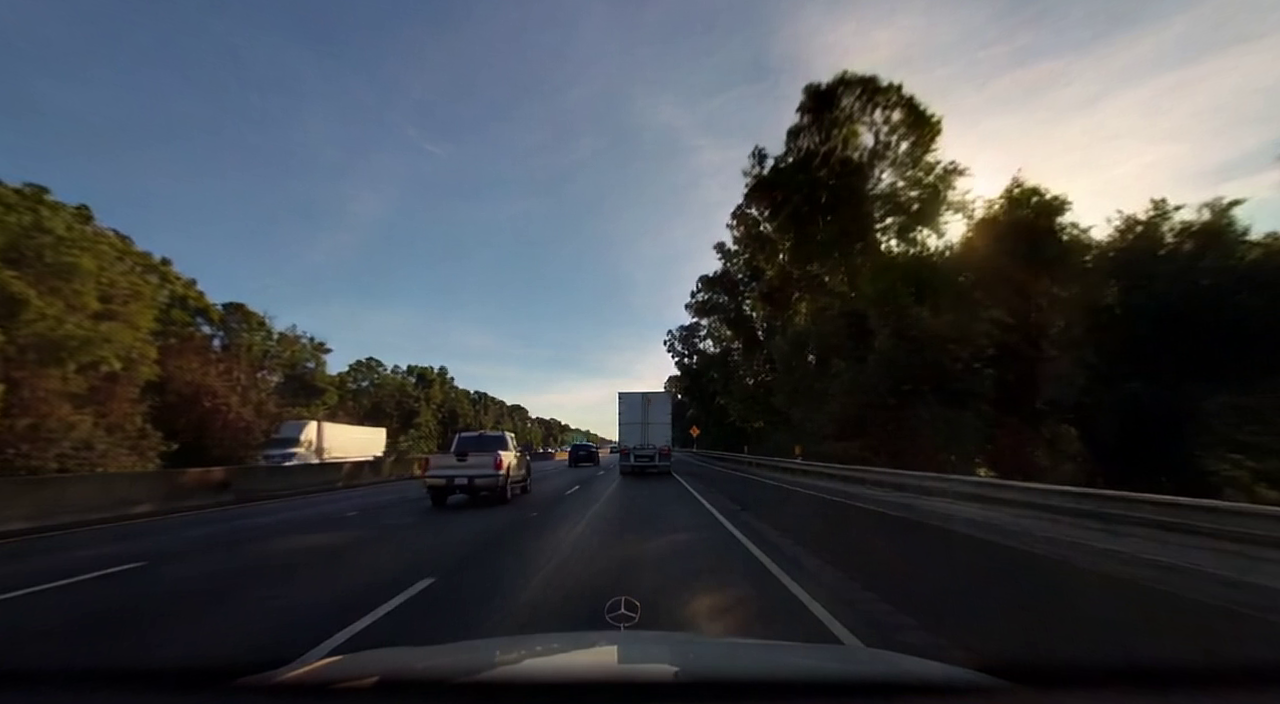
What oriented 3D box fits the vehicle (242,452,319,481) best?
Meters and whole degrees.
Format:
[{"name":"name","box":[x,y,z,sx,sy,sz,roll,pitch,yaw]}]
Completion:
[{"name":"vehicle","box":[-20.930,6.658,36.877,1.853,1.523,4.358,0,-9,1]}]

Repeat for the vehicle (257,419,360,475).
[{"name":"vehicle","box":[-25.357,7.364,48.835,3.028,3.953,8.716,0,-9,1]}]

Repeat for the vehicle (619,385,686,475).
[{"name":"vehicle","box":[0.513,4.450,34.817,3.052,4.132,11.336,0,-9,-1]}]

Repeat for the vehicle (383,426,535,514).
[{"name":"vehicle","box":[-4.077,2.747,15.217,2.140,1.750,4.901,0,-9,1]}]

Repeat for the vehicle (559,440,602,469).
[{"name":"vehicle","box":[-3.944,6.867,42.490,2.285,1.833,4.984,0,-9,1]}]
